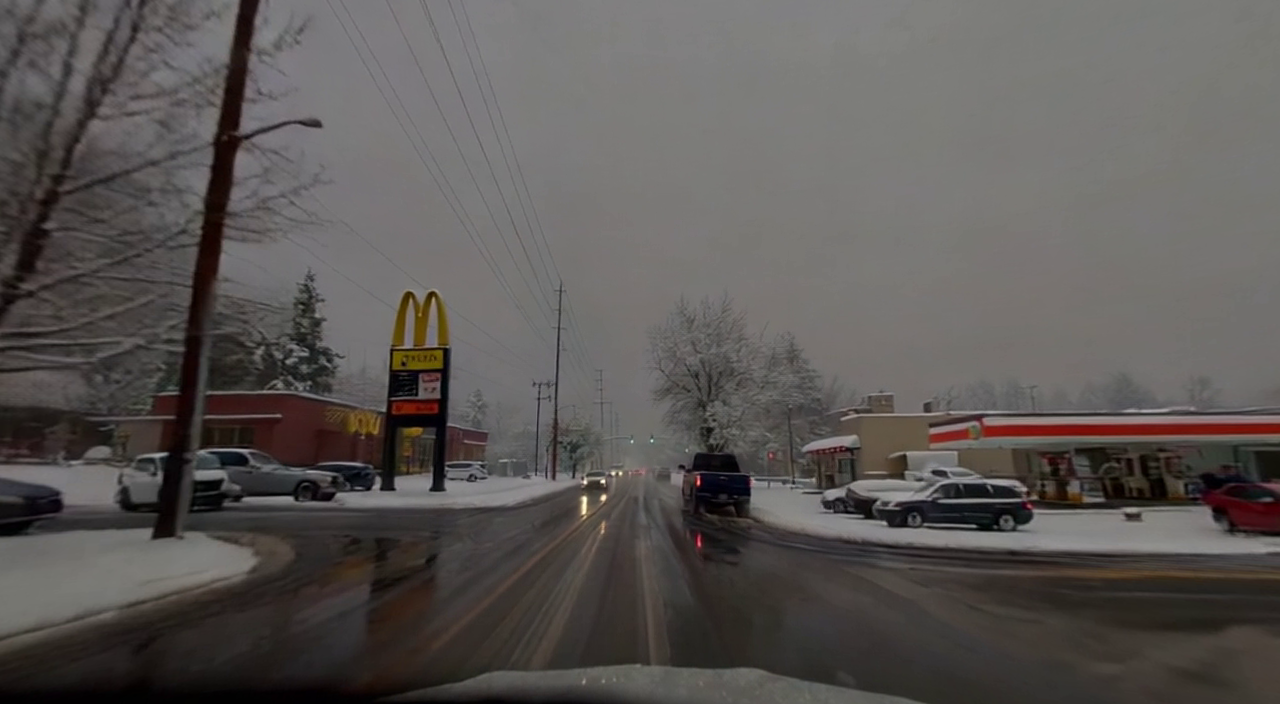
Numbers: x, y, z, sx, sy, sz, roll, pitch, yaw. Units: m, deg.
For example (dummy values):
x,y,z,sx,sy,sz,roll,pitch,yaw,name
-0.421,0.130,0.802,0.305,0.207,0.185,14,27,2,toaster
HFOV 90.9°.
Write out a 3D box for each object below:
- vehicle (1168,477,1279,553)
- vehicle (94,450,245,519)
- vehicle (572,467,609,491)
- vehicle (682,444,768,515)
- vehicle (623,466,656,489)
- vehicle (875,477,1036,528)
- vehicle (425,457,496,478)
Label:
x,y,z,sx,sy,sz,roll,pitch,yaw,name
15.393,3.865,15.105,2.096,1.611,3.912,0,-10,3,vehicle
-12.290,3.419,16.517,2.871,1.604,1.710,10,-14,-41,vehicle
-3.245,8.434,41.951,1.999,1.467,4.256,0,-10,1,vehicle
2.698,4.278,21.407,2.153,2.074,5.188,1,-10,-1,vehicle
0.008,8.618,43.375,1.993,1.454,3.810,0,-10,4,vehicle
9.899,4.738,20.020,4.123,1.446,1.807,1,-10,-1,vehicle
-13.360,8.619,47.106,4.677,1.478,1.904,0,-10,4,vehicle
